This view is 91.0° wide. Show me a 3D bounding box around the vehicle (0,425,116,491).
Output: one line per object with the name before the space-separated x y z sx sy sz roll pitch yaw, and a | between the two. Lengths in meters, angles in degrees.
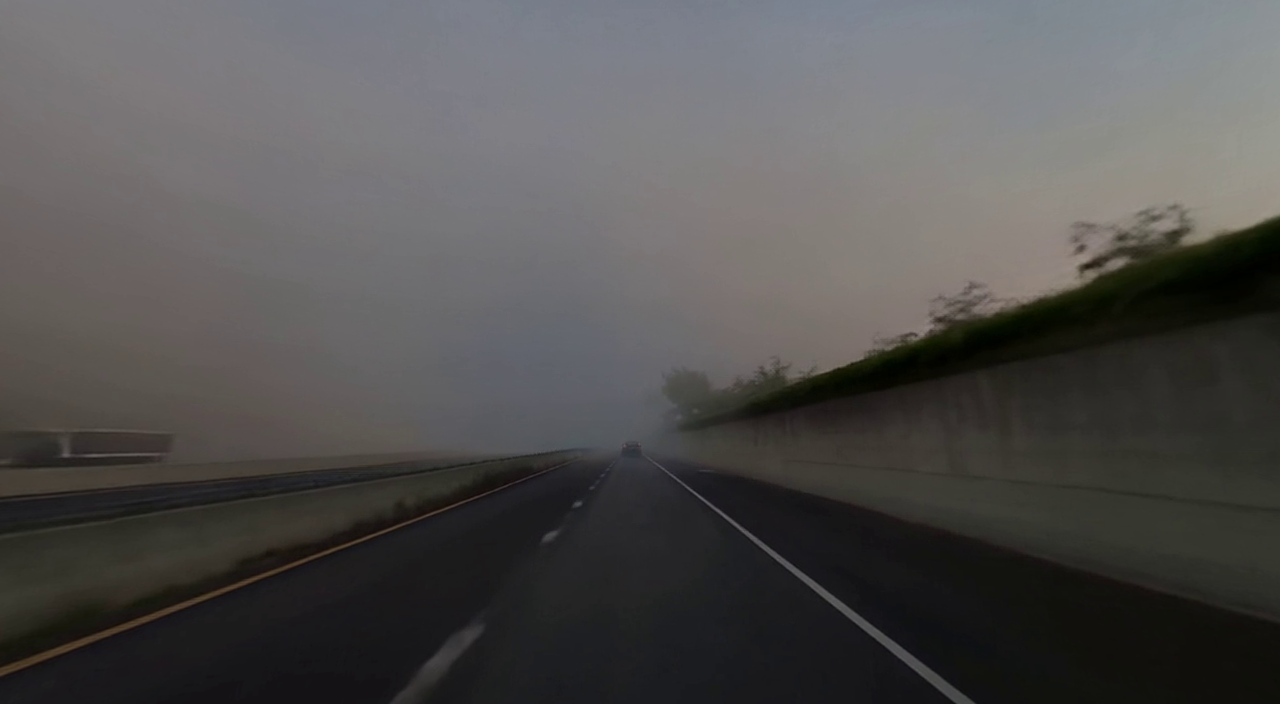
vehicle | -29.700 5.117 30.804 2.547 2.870 6.947 0 -8 -5
